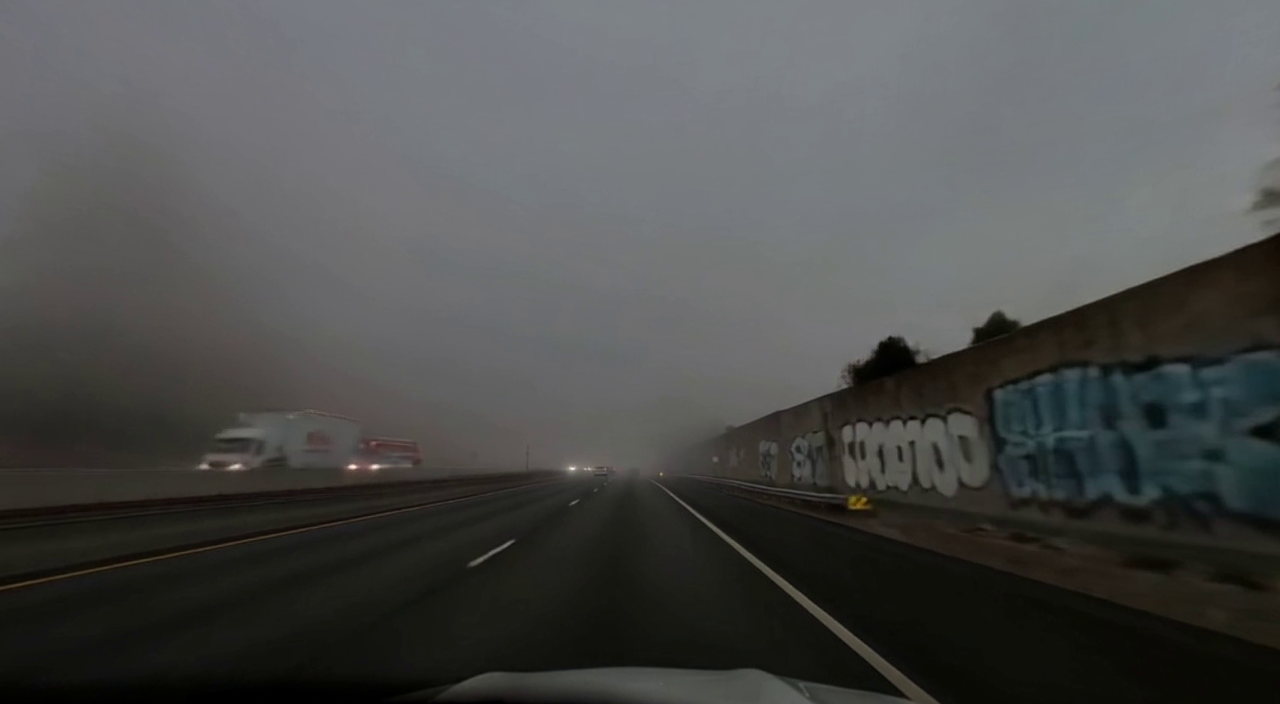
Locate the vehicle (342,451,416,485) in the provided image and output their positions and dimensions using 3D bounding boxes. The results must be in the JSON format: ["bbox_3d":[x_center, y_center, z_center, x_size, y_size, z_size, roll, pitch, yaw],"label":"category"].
[{"bbox_3d":[-13.590,6.099,33.152,1.925,1.610,4.426,1,-11,1],"label":"vehicle"}]

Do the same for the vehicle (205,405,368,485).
[{"bbox_3d":[-18.072,5.078,33.342,2.966,3.569,9.541,1,-11,0],"label":"vehicle"}]
